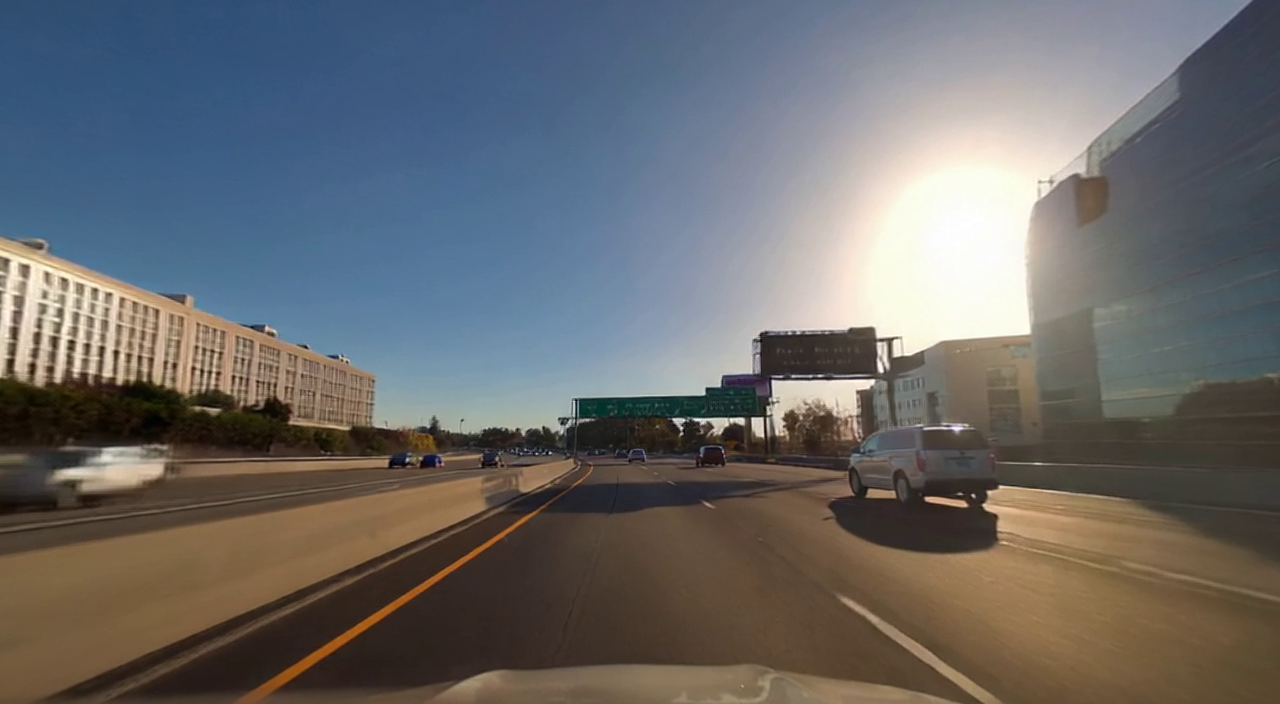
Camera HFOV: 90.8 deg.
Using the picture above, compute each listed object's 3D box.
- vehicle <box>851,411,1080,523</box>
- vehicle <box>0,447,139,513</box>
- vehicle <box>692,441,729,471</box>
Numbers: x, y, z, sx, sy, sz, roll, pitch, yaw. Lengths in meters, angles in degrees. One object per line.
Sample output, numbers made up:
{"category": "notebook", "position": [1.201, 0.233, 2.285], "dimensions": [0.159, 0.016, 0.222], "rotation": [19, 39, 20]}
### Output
{"category": "vehicle", "position": [6.600, 2.417, 13.715], "dimensions": [2.181, 1.952, 4.973], "rotation": [0, -9, -2]}
{"category": "vehicle", "position": [-16.992, 3.493, 17.677], "dimensions": [2.079, 1.623, 4.775], "rotation": [0, -9, -1]}
{"category": "vehicle", "position": [5.424, 8.072, 49.096], "dimensions": [2.043, 2.154, 4.731], "rotation": [1, -9, -4]}
